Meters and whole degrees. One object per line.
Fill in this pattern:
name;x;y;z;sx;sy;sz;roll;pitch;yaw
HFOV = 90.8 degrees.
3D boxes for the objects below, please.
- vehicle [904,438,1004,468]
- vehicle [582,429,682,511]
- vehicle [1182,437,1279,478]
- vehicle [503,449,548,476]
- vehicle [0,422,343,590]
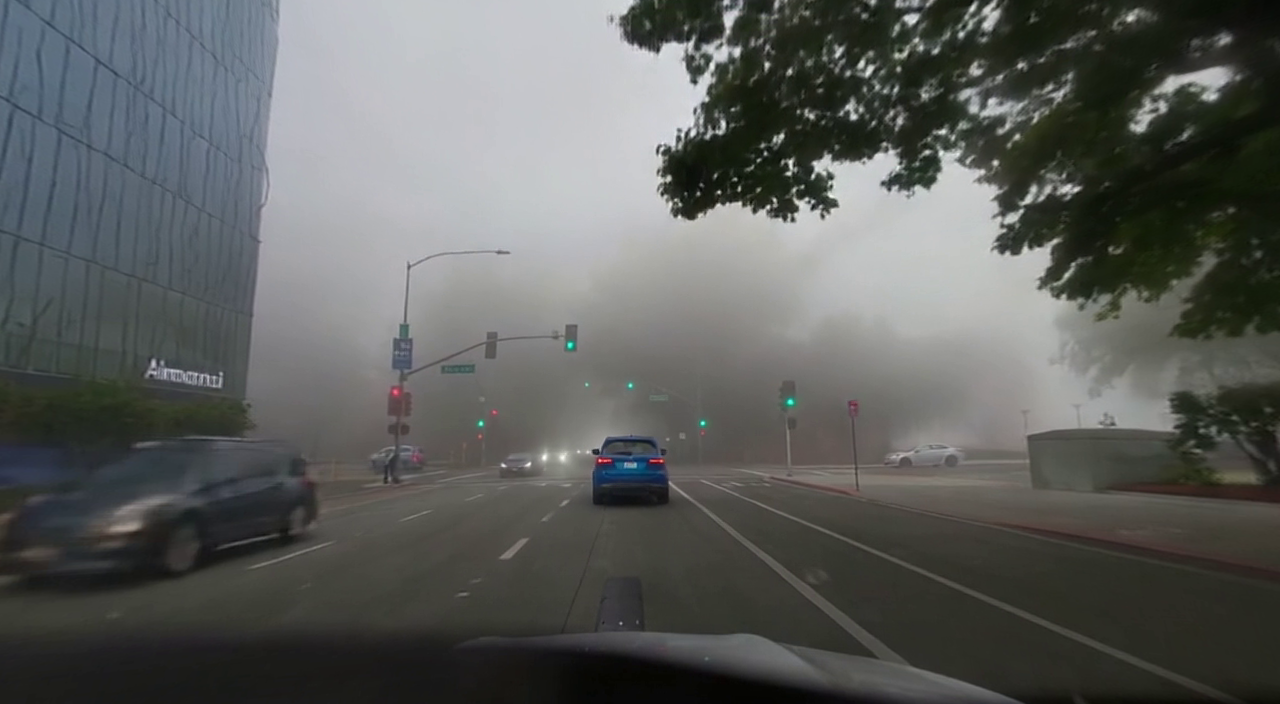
vehicle;16.864;5.425;34.021;4.422;1.563;1.751;0;-9;-2
vehicle;-0.243;2.891;15.890;2.183;1.765;4.059;0;-9;-2
vehicle;26.454;4.443;26.727;5.161;1.610;2.024;0;-9;-2
vehicle;-6.779;6.588;37.937;1.908;1.475;4.337;0;-9;0
vehicle;-6.005;1.861;8.476;2.028;1.655;4.189;0;-9;-1
